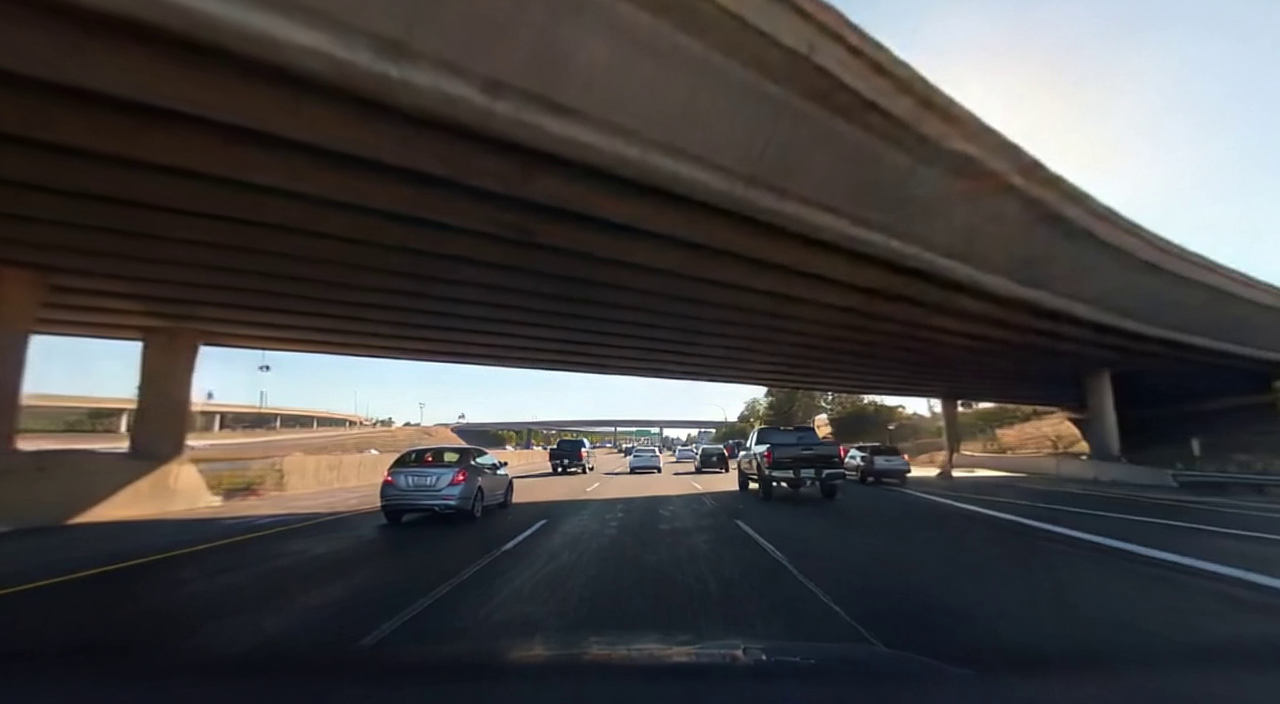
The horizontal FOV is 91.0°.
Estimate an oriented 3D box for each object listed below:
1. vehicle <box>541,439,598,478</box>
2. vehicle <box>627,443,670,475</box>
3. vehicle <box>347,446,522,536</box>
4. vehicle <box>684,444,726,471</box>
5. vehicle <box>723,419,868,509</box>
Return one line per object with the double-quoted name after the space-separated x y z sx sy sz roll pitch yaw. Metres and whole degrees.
-3.444 5.302 31.628 2.176 1.783 4.799 0 -9 2 "vehicle"
0.446 5.754 34.049 2.147 1.572 4.094 0 -9 0 "vehicle"
-3.733 2.581 12.377 1.947 1.424 4.264 0 -9 1 "vehicle"
4.050 6.652 39.889 2.145 1.636 4.437 0 -9 -1 "vehicle"
3.745 2.845 16.493 2.340 1.925 5.529 0 -9 -1 "vehicle"
